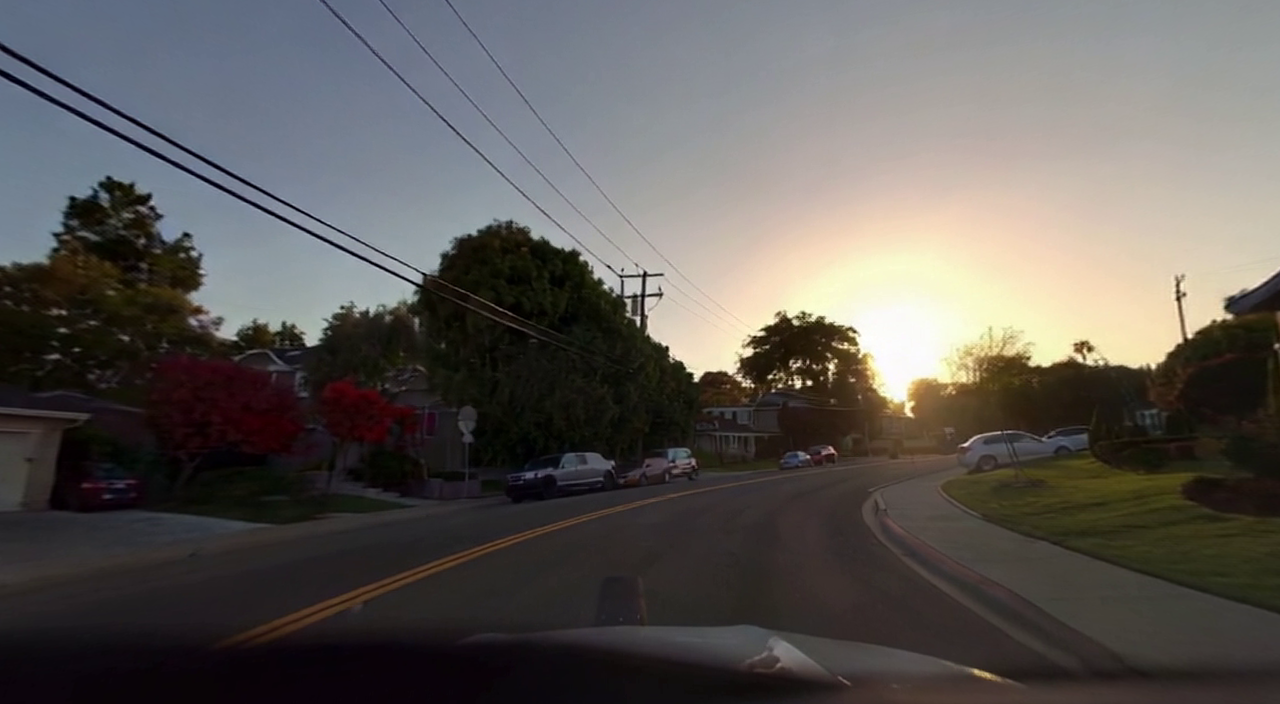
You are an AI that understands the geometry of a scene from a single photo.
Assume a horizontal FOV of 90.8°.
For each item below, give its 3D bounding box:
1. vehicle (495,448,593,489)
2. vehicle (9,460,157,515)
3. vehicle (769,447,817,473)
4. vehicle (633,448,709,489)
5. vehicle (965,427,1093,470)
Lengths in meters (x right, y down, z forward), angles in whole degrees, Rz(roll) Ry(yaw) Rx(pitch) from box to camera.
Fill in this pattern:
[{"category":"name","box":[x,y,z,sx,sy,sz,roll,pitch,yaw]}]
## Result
[{"category":"vehicle","box":[-4.774,5.679,31.129,4.758,1.802,2.155,-7,-12,41]},{"category":"vehicle","box":[-17.602,4.222,19.997,3.697,1.489,1.842,-3,-10,21]},{"category":"vehicle","box":[10.644,7.539,43.805,1.971,1.539,4.110,-6,-15,33]},{"category":"vehicle","box":[1.585,5.700,30.569,2.056,1.726,4.463,-7,-14,25]},{"category":"vehicle","box":[16.260,4.101,26.635,4.339,1.668,1.812,-5,-10,28]}]
